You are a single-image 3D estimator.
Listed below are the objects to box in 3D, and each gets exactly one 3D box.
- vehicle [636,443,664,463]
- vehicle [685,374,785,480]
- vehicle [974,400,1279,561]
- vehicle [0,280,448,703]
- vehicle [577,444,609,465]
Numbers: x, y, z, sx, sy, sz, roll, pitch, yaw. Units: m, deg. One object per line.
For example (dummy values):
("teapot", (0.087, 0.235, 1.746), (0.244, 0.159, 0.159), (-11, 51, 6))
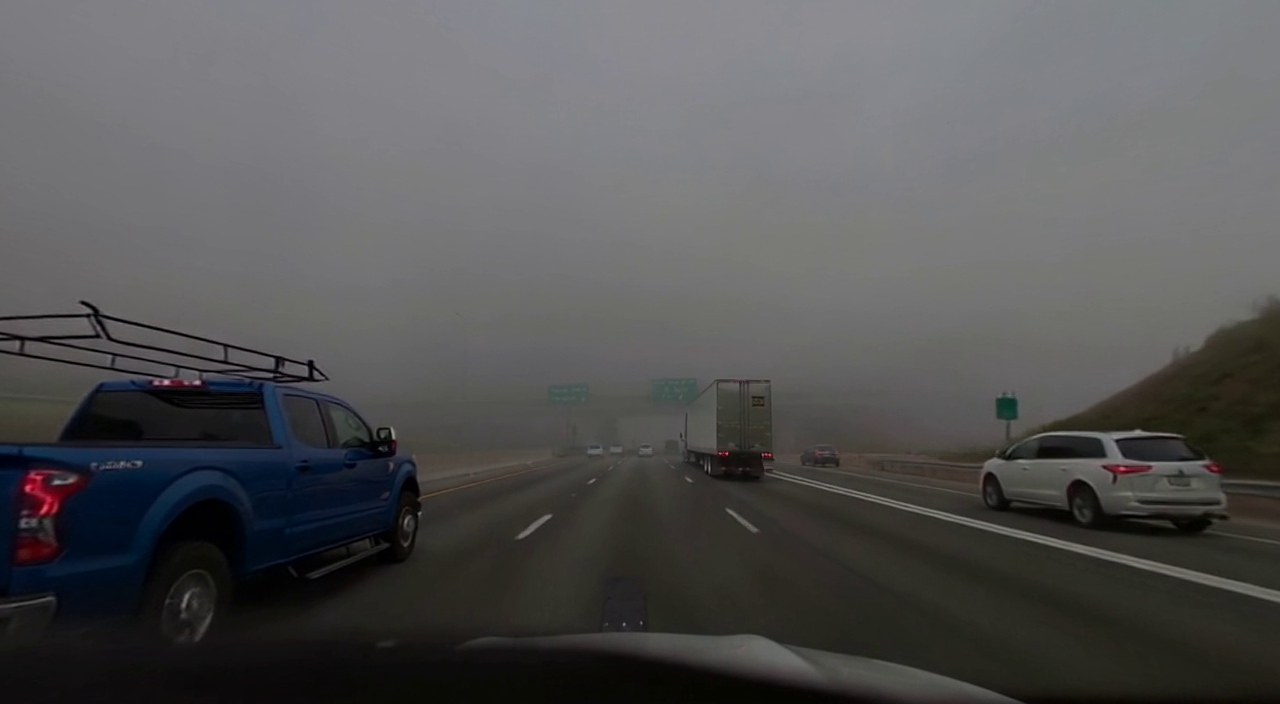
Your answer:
("vehicle", (0.780, 7.962, 49.745), (2.092, 1.446, 4.092), (0, -8, 0))
("vehicle", (4.081, 3.807, 30.687), (2.885, 4.036, 12.891), (0, -8, 0))
("vehicle", (7.125, 1.714, 9.122), (1.999, 1.700, 4.640), (0, -8, 0))
("vehicle", (-3.913, 1.163, 5.342), (2.599, 2.054, 6.288), (0, -8, 0))
("vehicle", (-3.444, 7.619, 47.169), (2.077, 1.446, 4.106), (0, -8, 0))
